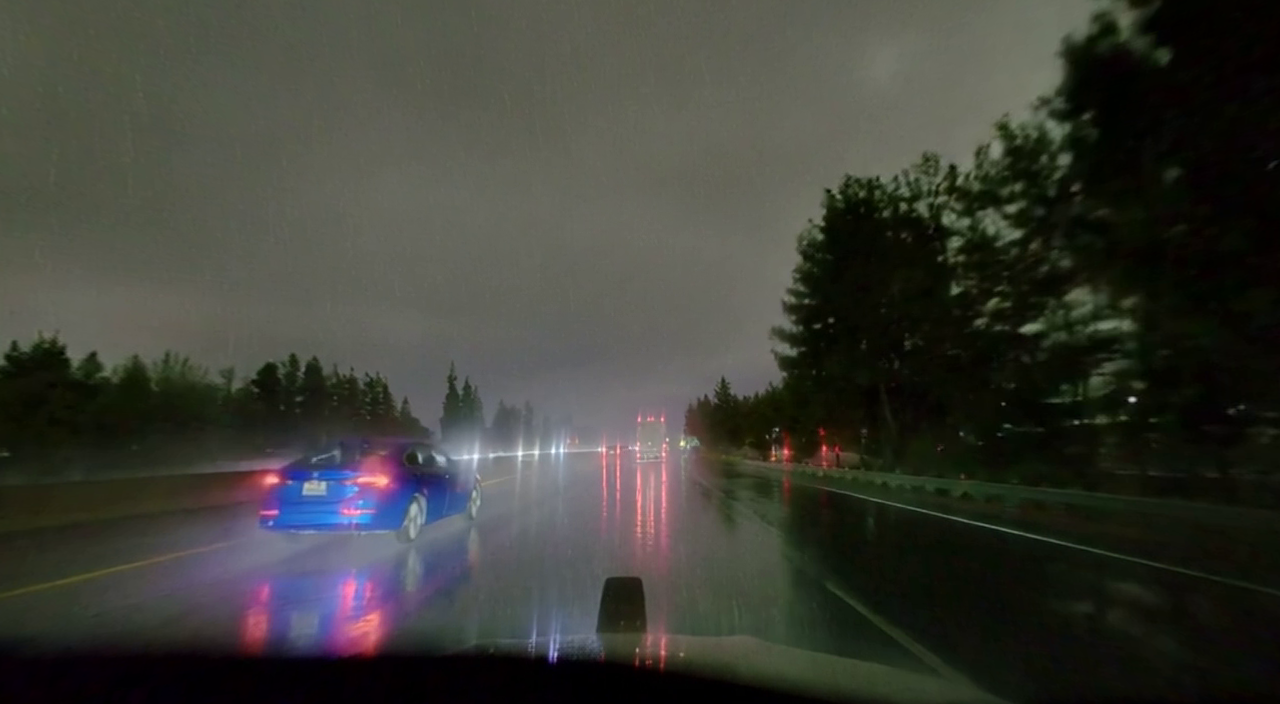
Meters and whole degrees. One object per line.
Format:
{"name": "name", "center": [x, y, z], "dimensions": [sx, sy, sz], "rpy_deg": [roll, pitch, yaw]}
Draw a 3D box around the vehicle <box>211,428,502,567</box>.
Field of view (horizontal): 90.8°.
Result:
{"name": "vehicle", "center": [-3.738, 2.025, 9.594], "dimensions": [1.999, 1.533, 4.870], "rpy_deg": [-1, -9, 2]}
